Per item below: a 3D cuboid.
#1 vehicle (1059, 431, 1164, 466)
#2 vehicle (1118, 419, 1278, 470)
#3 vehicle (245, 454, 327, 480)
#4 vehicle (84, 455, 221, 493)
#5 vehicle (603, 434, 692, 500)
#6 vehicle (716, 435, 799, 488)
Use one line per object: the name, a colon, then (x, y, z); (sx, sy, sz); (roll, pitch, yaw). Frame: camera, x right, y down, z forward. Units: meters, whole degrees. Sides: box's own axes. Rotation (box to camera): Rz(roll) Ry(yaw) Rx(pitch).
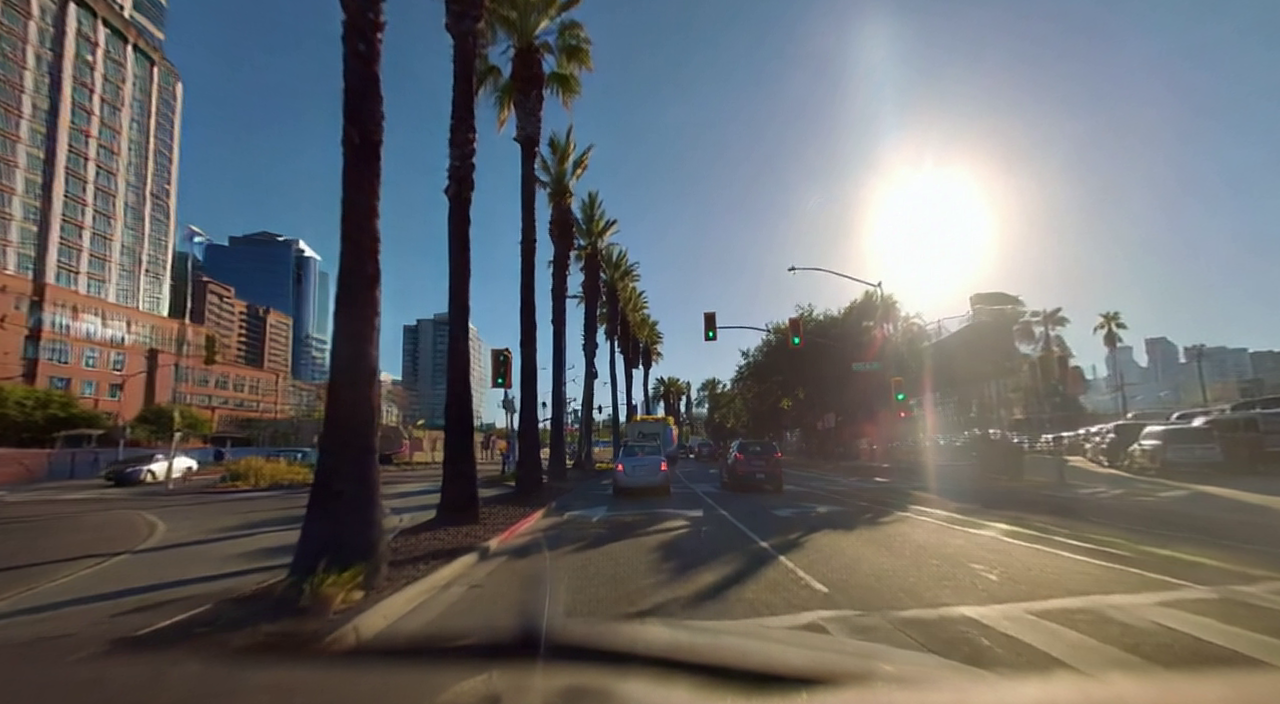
vehicle: (21.506, 4.437, 29.102); (1.852, 1.455, 4.673); (-2, -9, 9)
vehicle: (20.425, 3.446, 23.469); (1.959, 1.674, 4.706); (-1, -9, 6)
vehicle: (-22.127, 7.190, 39.760); (1.809, 1.472, 4.601); (-2, -9, 13)
vehicle: (-21.607, 5.376, 28.275); (1.844, 1.478, 4.618); (-2, -9, 13)
vehicle: (0.208, 2.940, 16.503); (2.048, 1.503, 3.681); (-1, -9, 1)
vehicle: (3.583, 3.399, 19.904); (1.909, 1.500, 3.524); (0, -9, 0)
